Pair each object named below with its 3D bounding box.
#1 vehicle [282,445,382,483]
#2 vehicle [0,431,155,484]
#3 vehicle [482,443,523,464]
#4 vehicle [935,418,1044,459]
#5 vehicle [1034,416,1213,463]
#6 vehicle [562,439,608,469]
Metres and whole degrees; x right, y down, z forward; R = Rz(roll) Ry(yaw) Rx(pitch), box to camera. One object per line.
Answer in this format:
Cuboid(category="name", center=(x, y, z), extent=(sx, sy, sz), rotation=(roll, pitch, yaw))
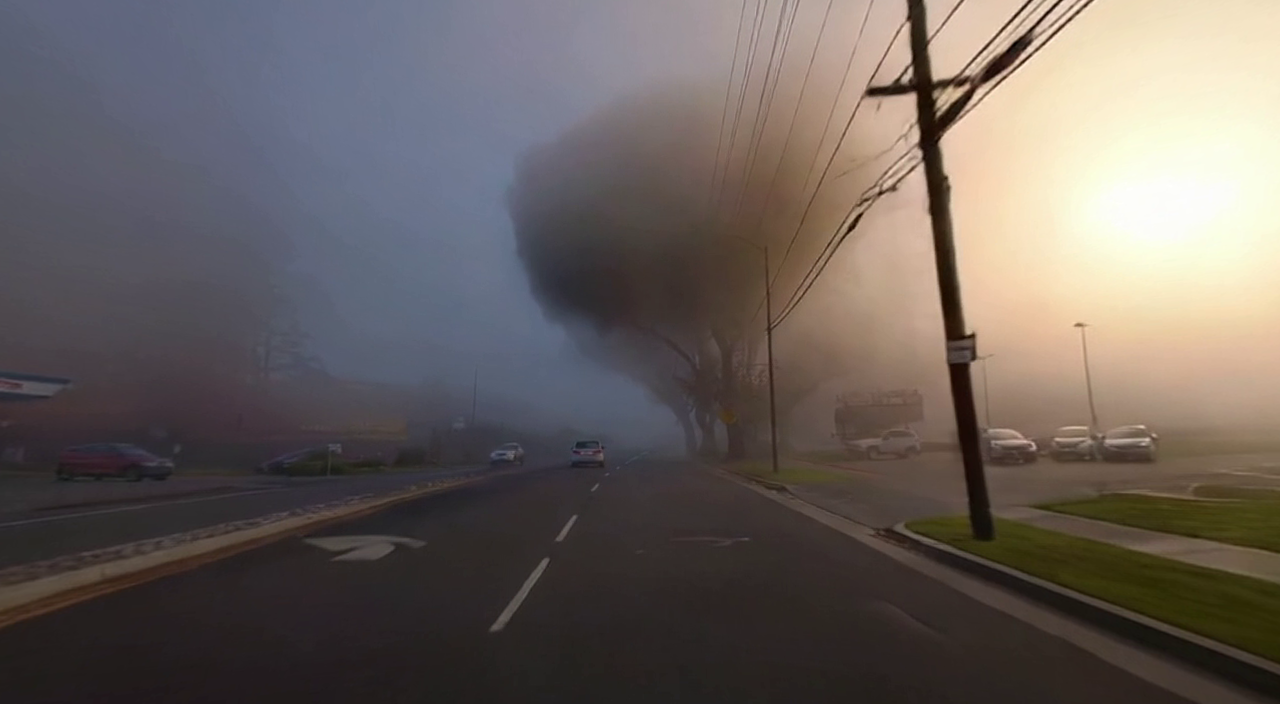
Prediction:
Cuboid(category="vehicle", center=(-13.866, 5.041, 28.761), extent=(2.091, 1.538, 4.451), rotation=(-1, -8, 3))
Cuboid(category="vehicle", center=(-23.144, 4.316, 25.936), extent=(4.657, 1.806, 2.132), rotation=(-3, -8, -1))
Cuboid(category="vehicle", center=(-10.398, 7.648, 47.945), extent=(2.021, 1.480, 4.800), rotation=(0, -8, 1))
Cuboid(category="vehicle", center=(18.347, 4.522, 33.412), extent=(2.020, 1.972, 4.983), rotation=(3, -7, -16))
Cuboid(category="vehicle", center=(17.816, 3.250, 23.434), extent=(4.943, 1.646, 2.072), rotation=(0, -8, -1))
Cuboid(category="vehicle", center=(-2.894, 5.472, 34.035), extent=(2.073, 1.525, 3.968), rotation=(0, -8, 0))
